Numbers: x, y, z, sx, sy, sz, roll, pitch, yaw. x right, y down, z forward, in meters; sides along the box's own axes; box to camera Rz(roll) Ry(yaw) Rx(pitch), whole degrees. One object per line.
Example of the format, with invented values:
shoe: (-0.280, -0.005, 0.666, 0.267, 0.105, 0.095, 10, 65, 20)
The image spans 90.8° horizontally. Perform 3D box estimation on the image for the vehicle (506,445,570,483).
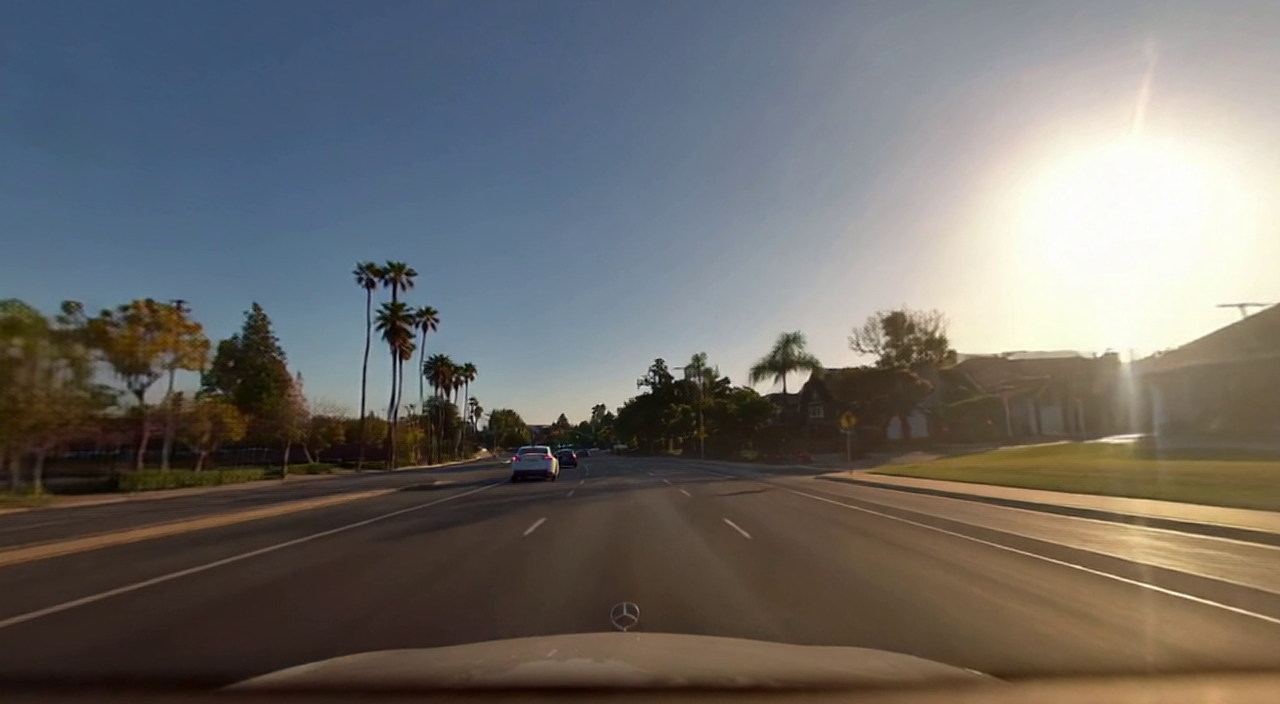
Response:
vehicle: (-4.211, 4.684, 26.834, 2.108, 1.475, 4.555, 0, -8, -2)
